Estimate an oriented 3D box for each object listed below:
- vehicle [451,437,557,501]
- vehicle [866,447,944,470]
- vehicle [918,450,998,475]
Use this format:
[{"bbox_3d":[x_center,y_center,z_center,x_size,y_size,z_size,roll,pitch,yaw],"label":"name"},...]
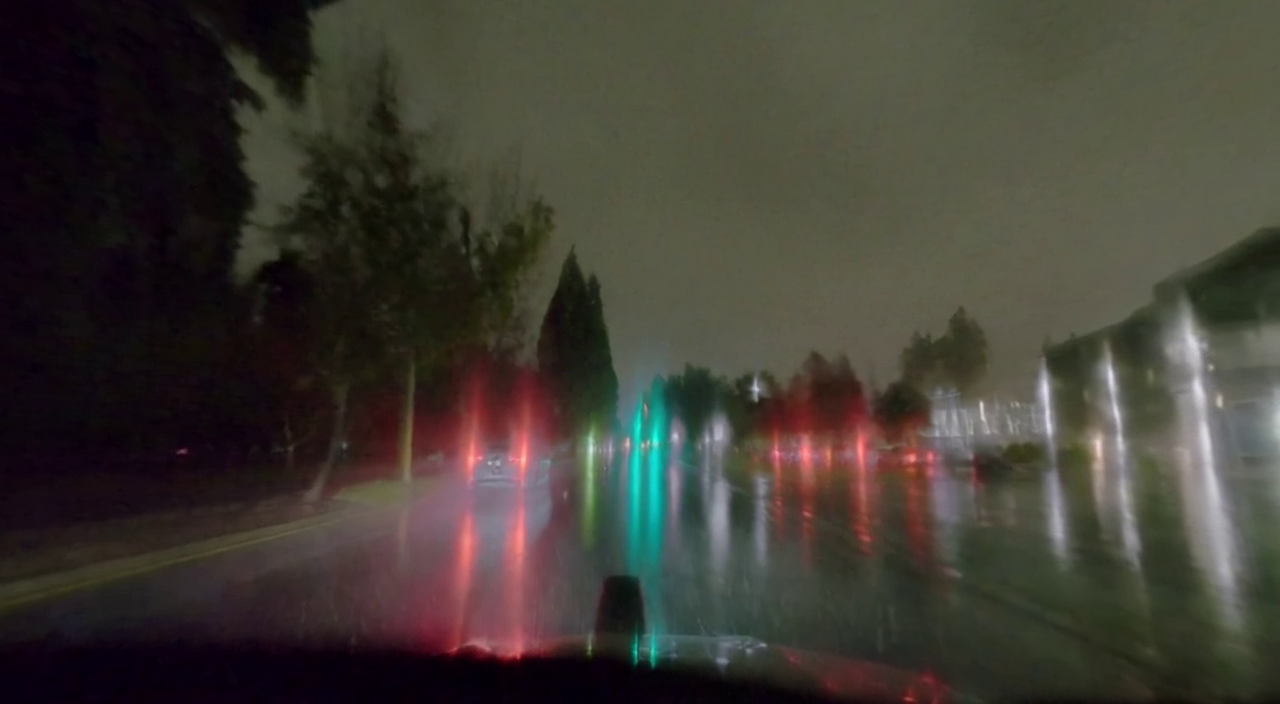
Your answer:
[{"bbox_3d":[-3.623,3.181,17.608,2.030,1.550,3.925,0,-8,1],"label":"vehicle"},{"bbox_3d":[18.292,7.338,43.714,4.520,1.557,2.056,1,-9,-7],"label":"vehicle"},{"bbox_3d":[19.406,6.719,38.609,3.870,1.459,1.869,1,-9,-7],"label":"vehicle"}]
